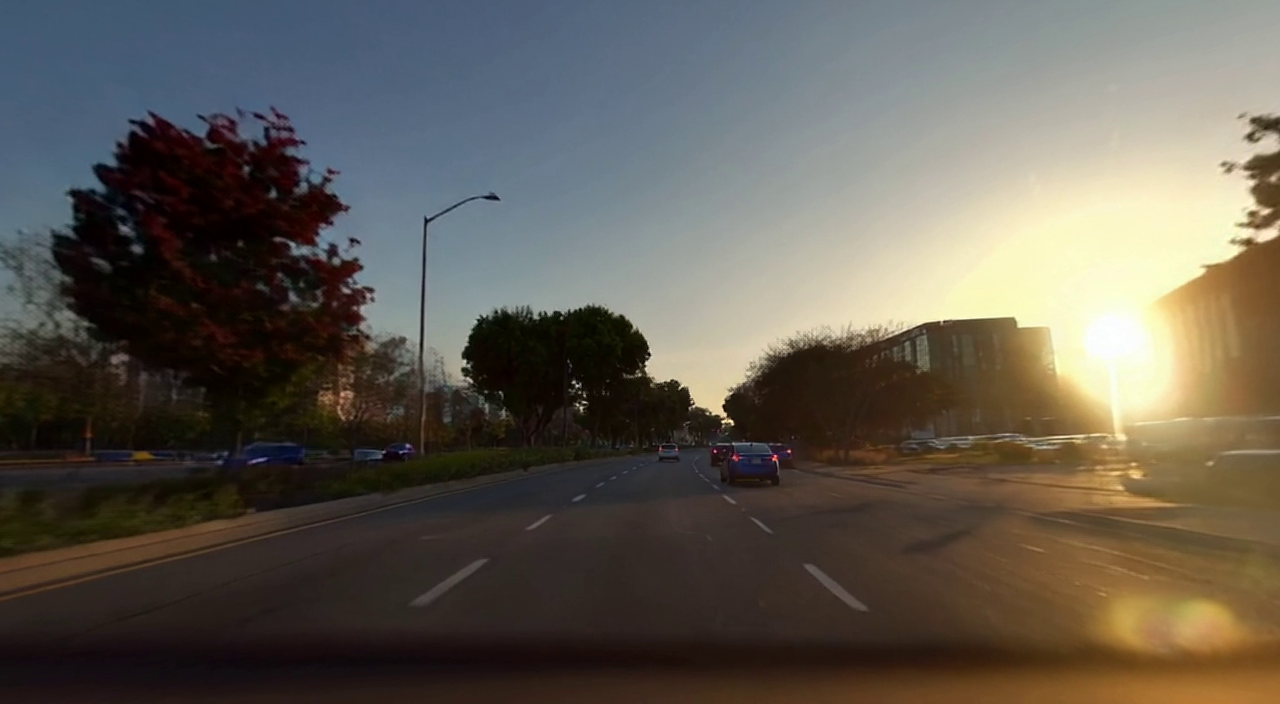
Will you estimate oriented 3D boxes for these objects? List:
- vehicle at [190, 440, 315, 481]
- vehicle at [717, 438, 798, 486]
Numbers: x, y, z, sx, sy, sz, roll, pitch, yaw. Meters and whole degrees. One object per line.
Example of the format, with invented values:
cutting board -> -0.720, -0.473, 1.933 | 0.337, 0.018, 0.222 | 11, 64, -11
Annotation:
vehicle -> -15.723, 4.409, 25.951 | 2.055, 1.495, 4.772 | 0, -8, 1
vehicle -> 4.044, 3.871, 22.483 | 1.981, 1.499, 4.536 | 0, -8, 0
